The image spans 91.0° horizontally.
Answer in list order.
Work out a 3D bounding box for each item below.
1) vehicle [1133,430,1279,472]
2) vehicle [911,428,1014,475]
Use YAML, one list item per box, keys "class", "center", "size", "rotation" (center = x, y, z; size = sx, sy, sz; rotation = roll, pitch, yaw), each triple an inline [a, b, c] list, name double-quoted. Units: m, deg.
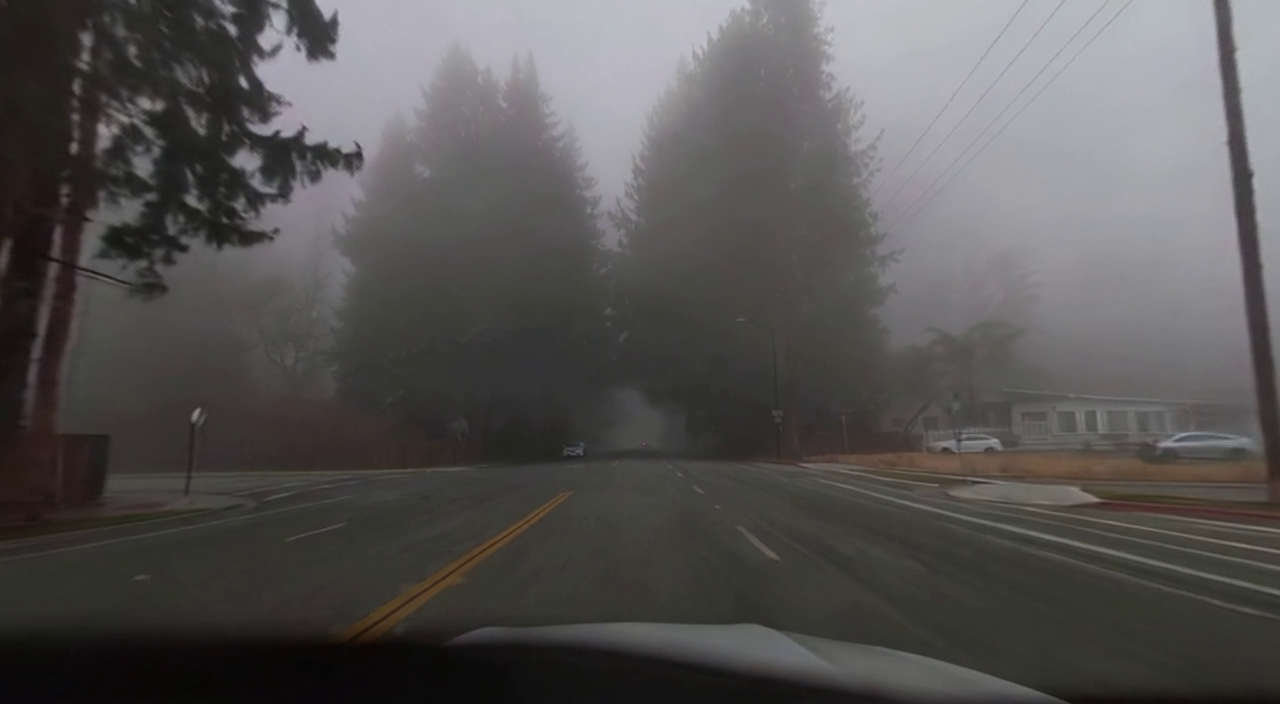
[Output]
- class: "vehicle"
  center: [24.601, 4.282, 27.311]
  size: [4.508, 1.687, 2.070]
  rotation: [-3, -9, 21]
- class: "vehicle"
  center: [14.515, 4.441, 28.217]
  size: [4.771, 1.912, 2.137]
  rotation: [6, -11, -37]
